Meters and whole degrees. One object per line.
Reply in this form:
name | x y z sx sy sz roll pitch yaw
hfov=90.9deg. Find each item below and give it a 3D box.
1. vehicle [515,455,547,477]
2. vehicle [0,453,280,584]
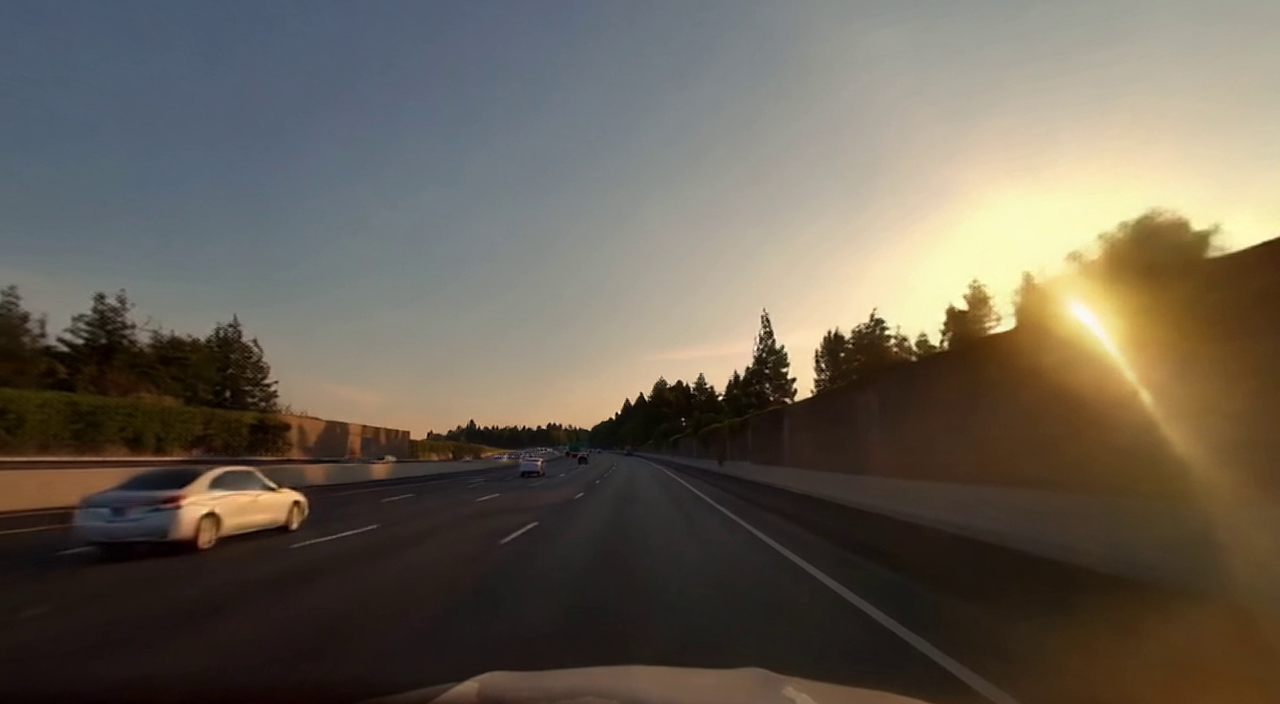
vehicle | -7.956 8.379 46.310 1.742 1.494 3.795 0 -9 0
vehicle | -7.231 2.206 9.114 1.782 1.441 3.751 0 -9 1
